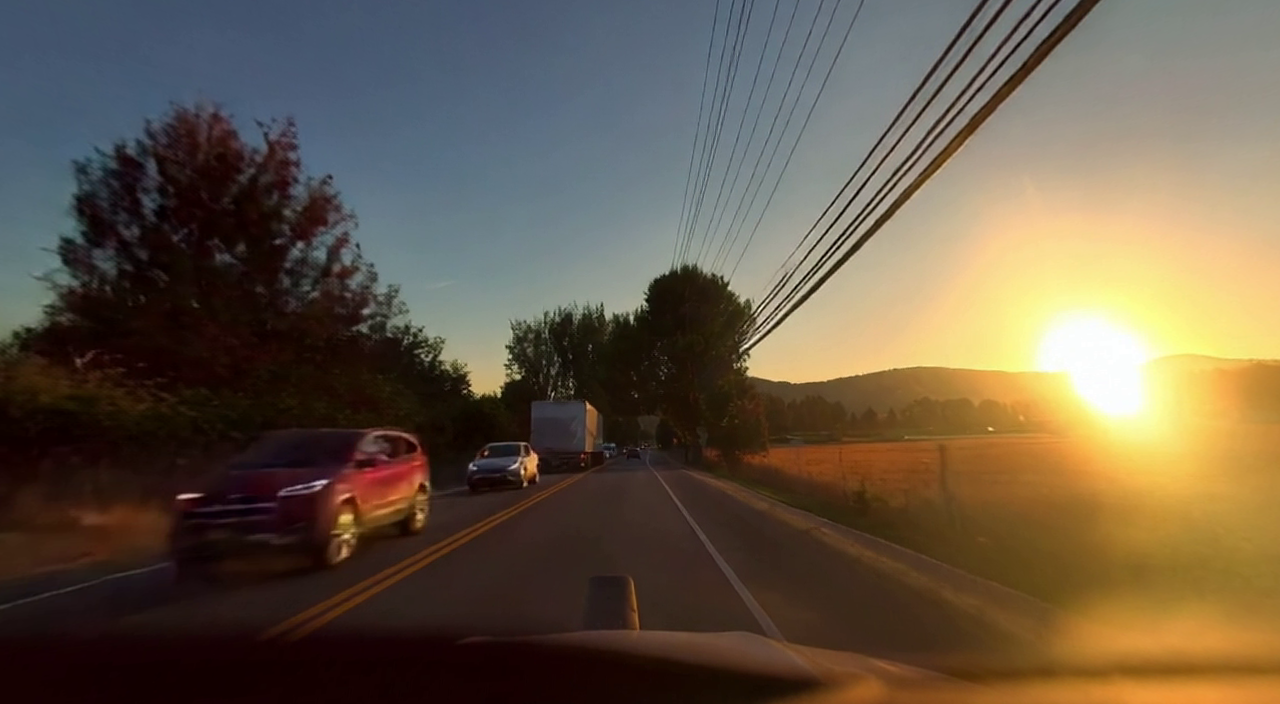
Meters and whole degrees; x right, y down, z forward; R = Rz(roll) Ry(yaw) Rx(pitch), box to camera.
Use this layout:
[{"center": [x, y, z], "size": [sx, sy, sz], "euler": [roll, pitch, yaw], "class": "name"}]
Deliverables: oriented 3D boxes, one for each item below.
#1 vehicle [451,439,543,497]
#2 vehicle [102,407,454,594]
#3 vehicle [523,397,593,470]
[{"center": [-4.751, 3.869, 21.643], "size": [2.100, 1.664, 4.451], "euler": [-2, -8, 0], "class": "vehicle"}, {"center": [-4.531, 1.893, 9.204], "size": [2.269, 1.873, 5.076], "euler": [-1, -8, -2], "class": "vehicle"}, {"center": [-4.879, 5.174, 38.965], "size": [3.544, 4.103, 5.897], "euler": [1, -10, -1], "class": "vehicle"}]
